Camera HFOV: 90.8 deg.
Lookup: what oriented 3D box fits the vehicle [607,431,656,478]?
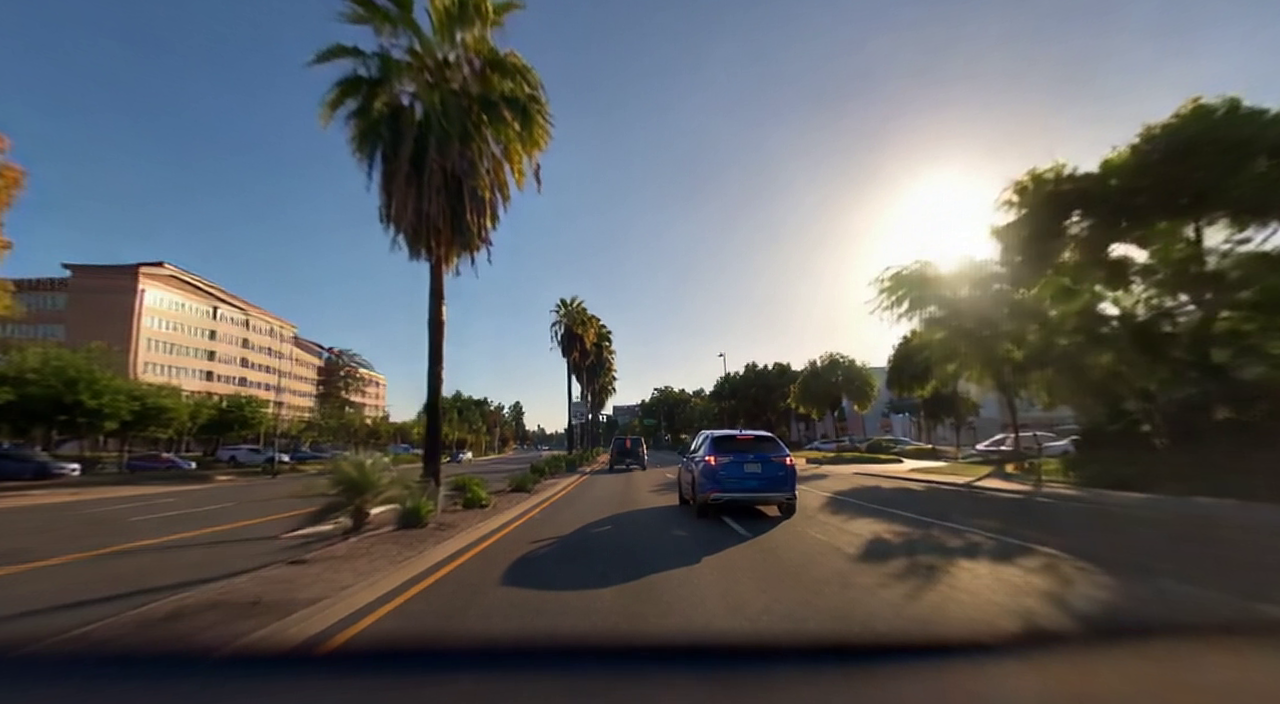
[{"bbox_3d":[-0.350,4.388,27.318,1.981,1.854,3.983,0,-8,0],"label":"vehicle"}]

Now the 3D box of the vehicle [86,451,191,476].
[{"bbox_3d":[-32.116,7.133,40.536,4.903,1.451,2.031,0,-8,-2],"label":"vehicle"}]

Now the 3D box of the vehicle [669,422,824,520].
[{"bbox_3d":[1.959,2.391,13.217,2.239,1.693,4.301,0,-8,-4],"label":"vehicle"}]

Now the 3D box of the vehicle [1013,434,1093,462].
[{"bbox_3d":[23.957,5.601,36.803,2.004,1.519,3.714,0,-8,-3],"label":"vehicle"}]

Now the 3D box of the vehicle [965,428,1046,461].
[{"bbox_3d":[21.168,5.404,36.860,1.894,1.784,4.571,-1,-8,-1],"label":"vehicle"}]

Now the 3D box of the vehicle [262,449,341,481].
[{"bbox_3d":[-19.799,6.618,37.219,2.029,1.723,4.639,0,-8,1],"label":"vehicle"}]
